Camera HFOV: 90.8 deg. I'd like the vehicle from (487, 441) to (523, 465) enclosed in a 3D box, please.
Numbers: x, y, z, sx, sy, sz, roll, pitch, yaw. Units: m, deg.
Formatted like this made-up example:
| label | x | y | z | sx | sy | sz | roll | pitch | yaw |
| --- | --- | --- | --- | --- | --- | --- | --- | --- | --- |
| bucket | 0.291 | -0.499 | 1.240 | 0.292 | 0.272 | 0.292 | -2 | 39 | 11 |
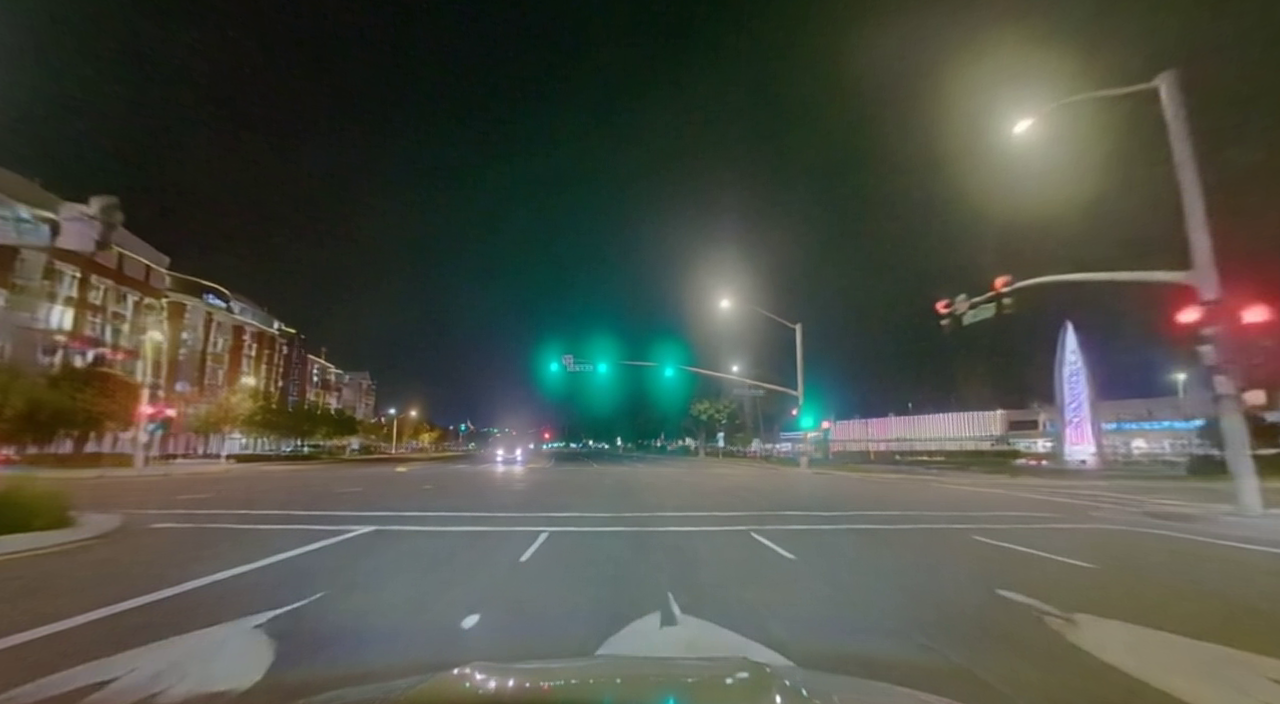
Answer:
| label | x | y | z | sx | sy | sz | roll | pitch | yaw |
| --- | --- | --- | --- | --- | --- | --- | --- | --- | --- |
| vehicle | -10.487 | 7.901 | 49.466 | 2.175 | 1.795 | 4.640 | 0 | -8 | -5 |
